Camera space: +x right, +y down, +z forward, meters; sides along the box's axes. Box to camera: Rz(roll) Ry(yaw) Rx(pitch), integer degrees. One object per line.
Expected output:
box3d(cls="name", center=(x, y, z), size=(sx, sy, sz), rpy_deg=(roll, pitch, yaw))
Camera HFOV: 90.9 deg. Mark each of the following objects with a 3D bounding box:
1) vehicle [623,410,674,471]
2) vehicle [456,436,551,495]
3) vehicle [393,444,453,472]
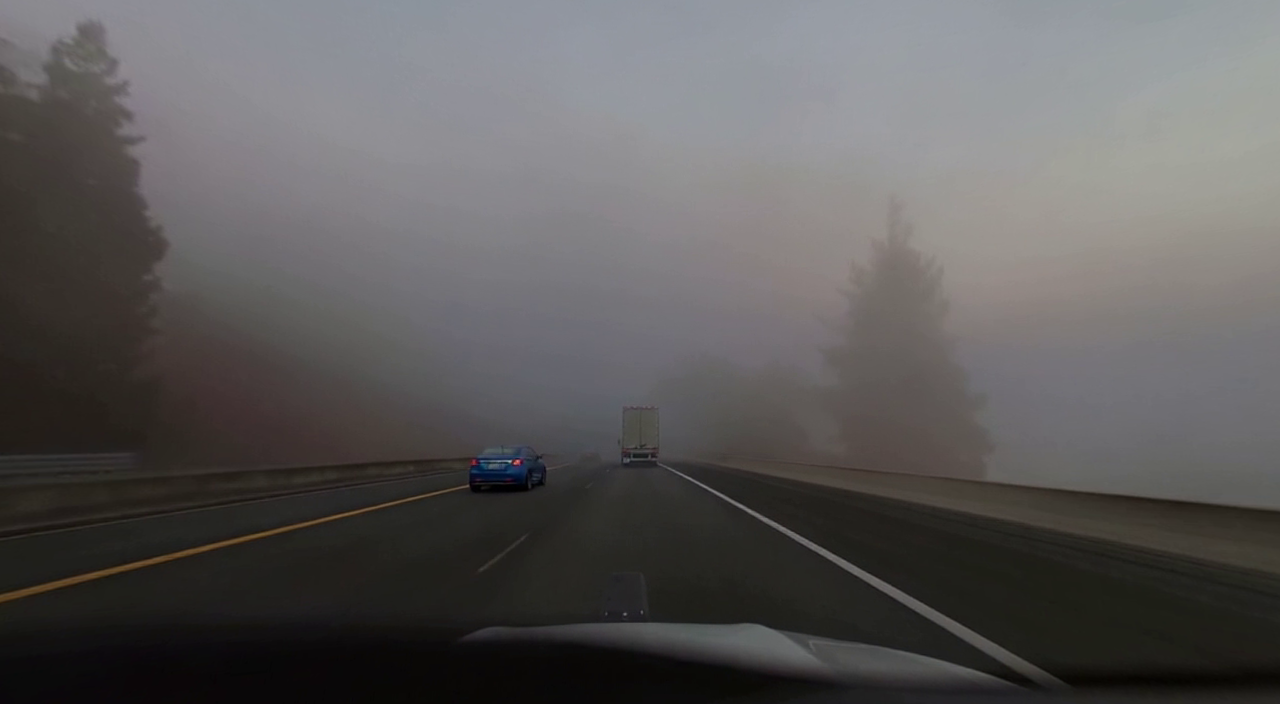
box3d(cls="vehicle", center=(0.391, 5.987, 42.136), size=(2.893, 3.628, 9.081), rpy_deg=(0, -9, -2))
box3d(cls="vehicle", center=(-4.025, 3.409, 19.268), size=(1.977, 1.602, 3.944), rpy_deg=(0, -9, 0))
box3d(cls="vehicle", center=(-12.555, 6.163, 36.745), size=(1.908, 1.502, 4.513), rpy_deg=(0, -9, -1))
